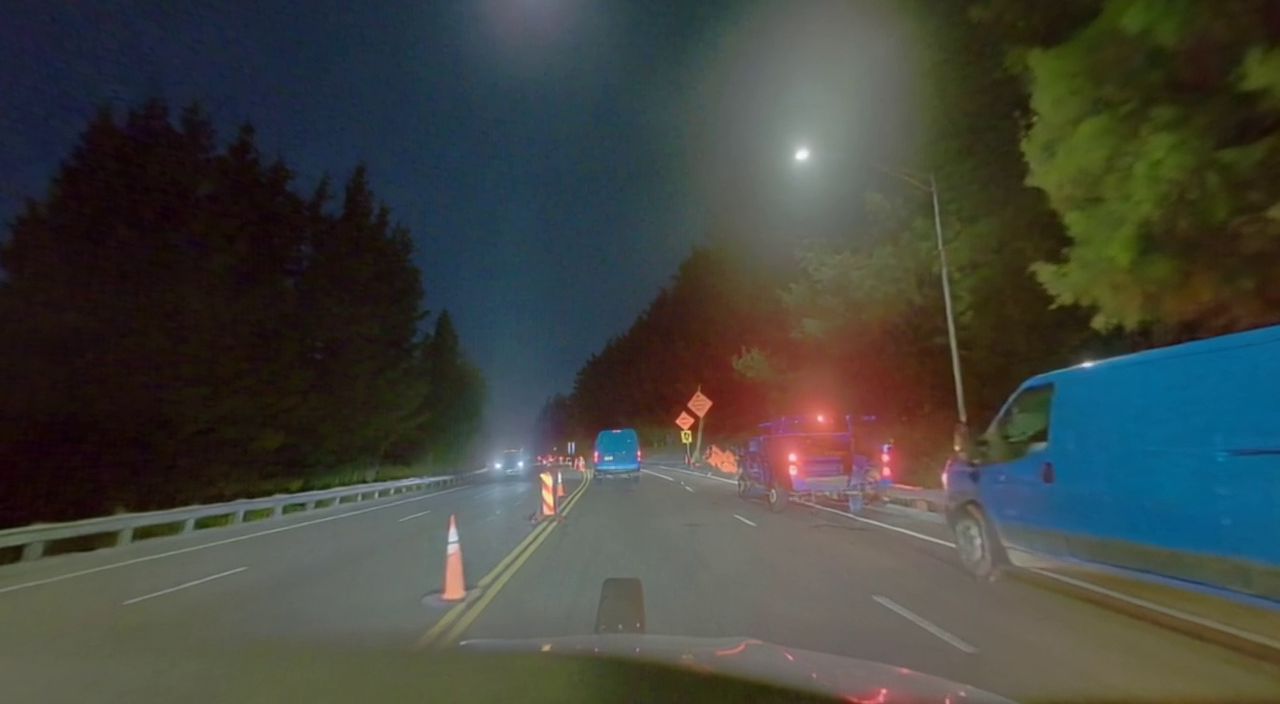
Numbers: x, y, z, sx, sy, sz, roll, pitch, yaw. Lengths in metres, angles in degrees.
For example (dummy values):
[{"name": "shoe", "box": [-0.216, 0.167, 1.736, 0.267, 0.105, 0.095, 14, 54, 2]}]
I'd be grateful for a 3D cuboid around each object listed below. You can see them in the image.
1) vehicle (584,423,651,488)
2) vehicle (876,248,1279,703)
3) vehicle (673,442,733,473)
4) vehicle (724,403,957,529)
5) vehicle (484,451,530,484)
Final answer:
[{"name": "vehicle", "box": [-0.972, 3.985, 24.582, 2.362, 2.247, 4.892, 1, -9, -4]}, {"name": "vehicle", "box": [4.203, 0.822, 4.215, 2.613, 2.153, 6.713, 0, -9, 0]}, {"name": "vehicle", "box": [3.007, 5.170, 30.935, 2.277, 1.299, 3.889, -2, -9, -3]}, {"name": "vehicle", "box": [3.581, 2.285, 13.303, 2.415, 1.932, 6.910, 0, -9, -2]}, {"name": "vehicle", "box": [-7.368, 6.400, 35.356, 1.992, 1.712, 4.504, 1, -9, -6]}]
